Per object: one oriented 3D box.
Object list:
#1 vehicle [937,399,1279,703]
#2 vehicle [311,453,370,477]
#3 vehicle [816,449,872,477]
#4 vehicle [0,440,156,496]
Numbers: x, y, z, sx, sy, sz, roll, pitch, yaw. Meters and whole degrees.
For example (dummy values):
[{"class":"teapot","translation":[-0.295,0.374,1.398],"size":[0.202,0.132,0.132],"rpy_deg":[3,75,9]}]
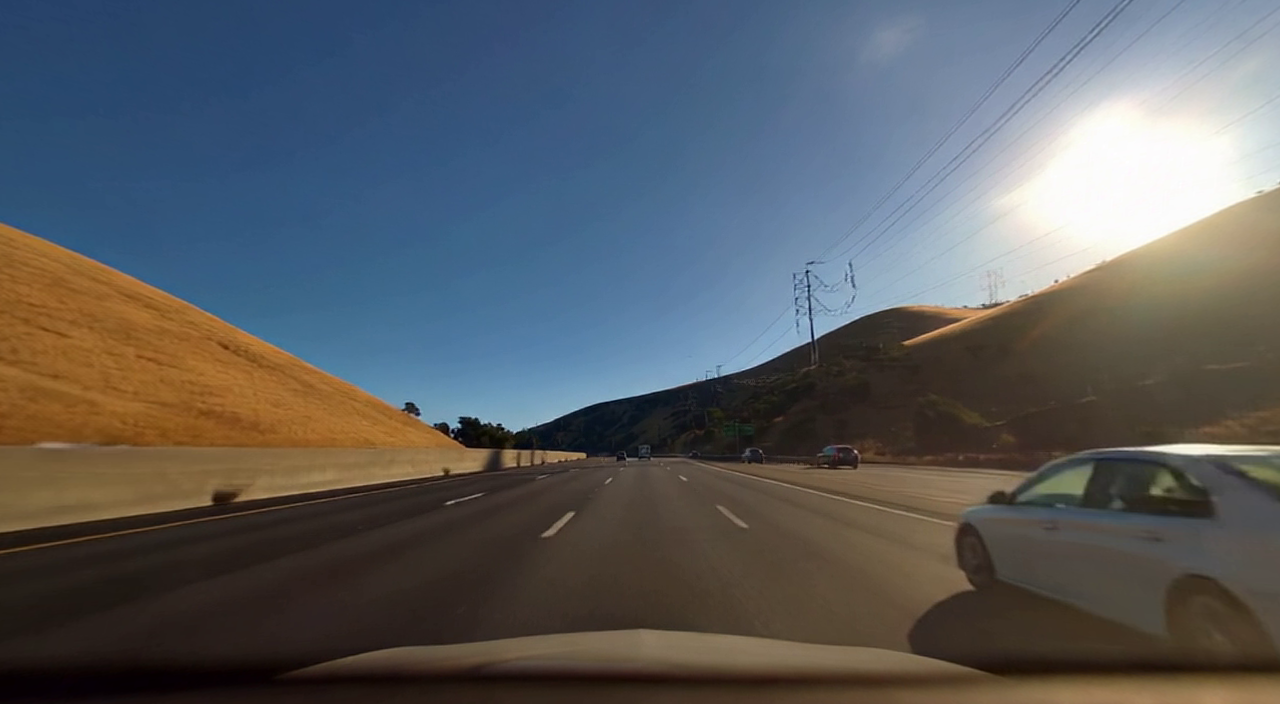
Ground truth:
[{"class":"vehicle","translation":[3.455,1.036,2.847],"size":[2.086,1.542,4.355],"rpy_deg":[0,-9,0]},{"class":"vehicle","translation":[-21.274,8.034,44.985],"size":[1.922,1.512,4.664],"rpy_deg":[0,-9,0]},{"class":"vehicle","translation":[11.800,6.404,36.629],"size":[1.884,1.486,3.770],"rpy_deg":[1,-9,-1]},{"class":"vehicle","translation":[-18.145,3.623,20.018],"size":[1.868,1.549,4.503],"rpy_deg":[0,-9,0]}]
